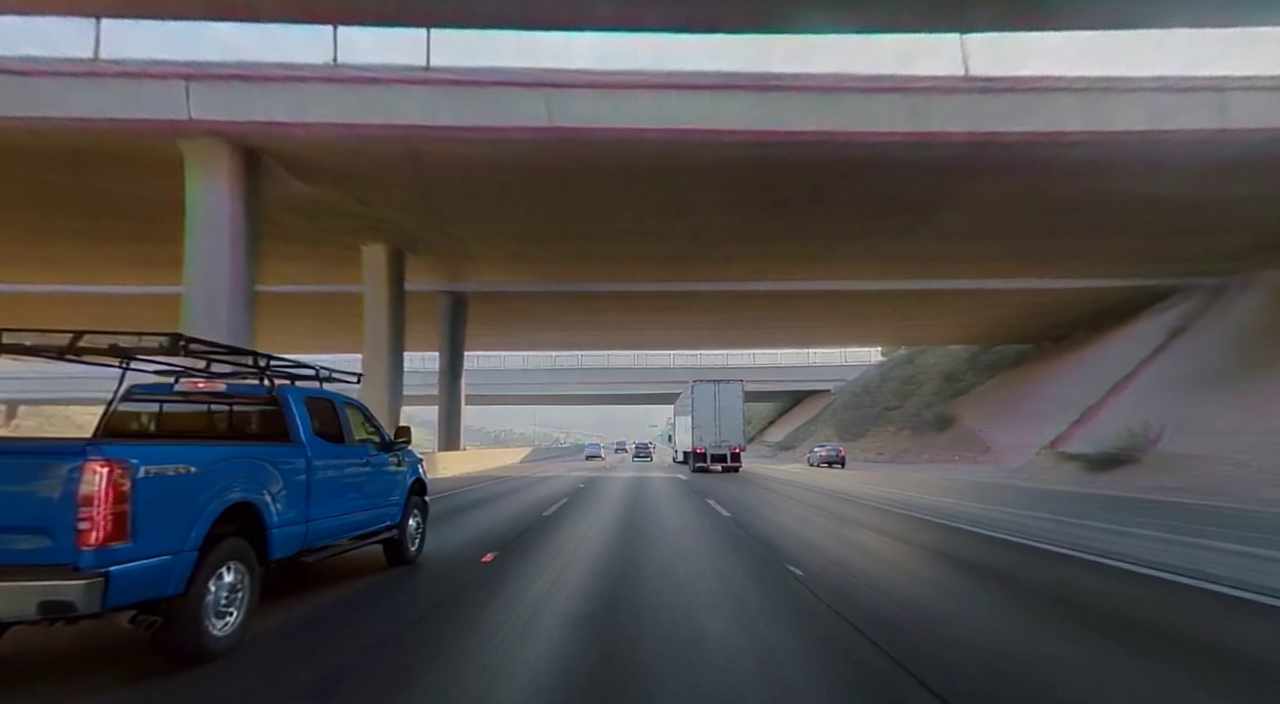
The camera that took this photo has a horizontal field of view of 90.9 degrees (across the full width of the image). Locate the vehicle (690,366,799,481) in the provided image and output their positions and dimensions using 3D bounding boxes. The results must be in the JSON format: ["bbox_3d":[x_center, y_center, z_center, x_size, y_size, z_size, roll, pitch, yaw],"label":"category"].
[{"bbox_3d":[4.176,3.457,28.773,2.885,4.036,12.891,0,-8,1],"label":"vehicle"}]

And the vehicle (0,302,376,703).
[{"bbox_3d":[-4.526,0.976,4.417,2.599,2.054,6.288,0,-8,0],"label":"vehicle"}]

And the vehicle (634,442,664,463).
[{"bbox_3d":[0.680,7.293,45.892,2.092,1.446,4.092,0,-8,1],"label":"vehicle"}]

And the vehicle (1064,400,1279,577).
[{"bbox_3d":[7.219,1.430,6.848,1.999,1.700,4.640,0,-8,1],"label":"vehicle"}]
